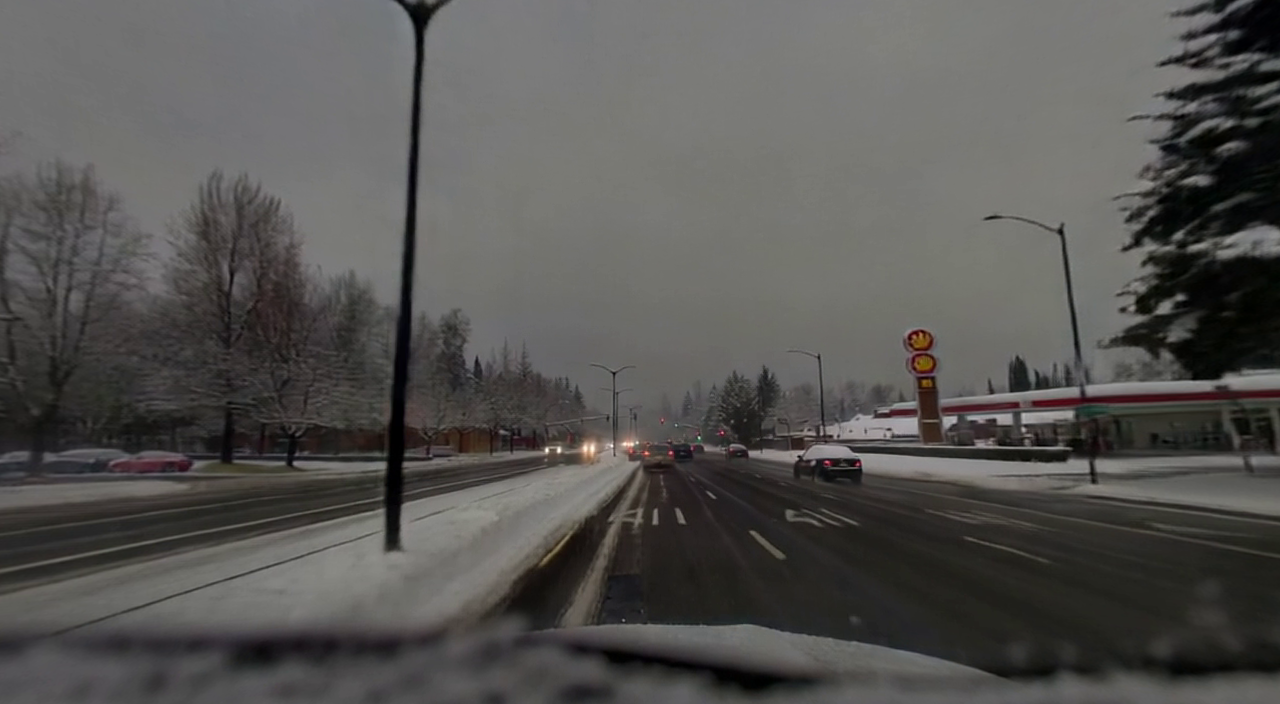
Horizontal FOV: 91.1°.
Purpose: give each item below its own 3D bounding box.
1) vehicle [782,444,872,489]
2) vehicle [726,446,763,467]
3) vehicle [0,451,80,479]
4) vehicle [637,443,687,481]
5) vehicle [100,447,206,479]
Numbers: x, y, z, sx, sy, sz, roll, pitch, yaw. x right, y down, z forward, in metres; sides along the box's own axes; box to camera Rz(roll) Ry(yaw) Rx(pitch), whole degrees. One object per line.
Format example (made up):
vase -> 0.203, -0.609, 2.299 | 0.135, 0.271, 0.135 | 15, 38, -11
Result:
vehicle -> 6.727, 4.131, 23.114 | 1.918, 1.484, 4.456 | 0, -8, 0
vehicle -> 7.744, 7.741, 46.881 | 1.930, 1.479, 4.477 | 0, -8, 0
vehicle -> -36.951, 6.754, 37.807 | 1.925, 1.568, 4.769 | 0, -8, 1
vehicle -> 0.865, 4.675, 27.135 | 1.971, 1.479, 4.493 | 0, -8, 0
vehicle -> -29.130, 6.626, 37.831 | 2.011, 1.762, 5.267 | 0, -8, 3
